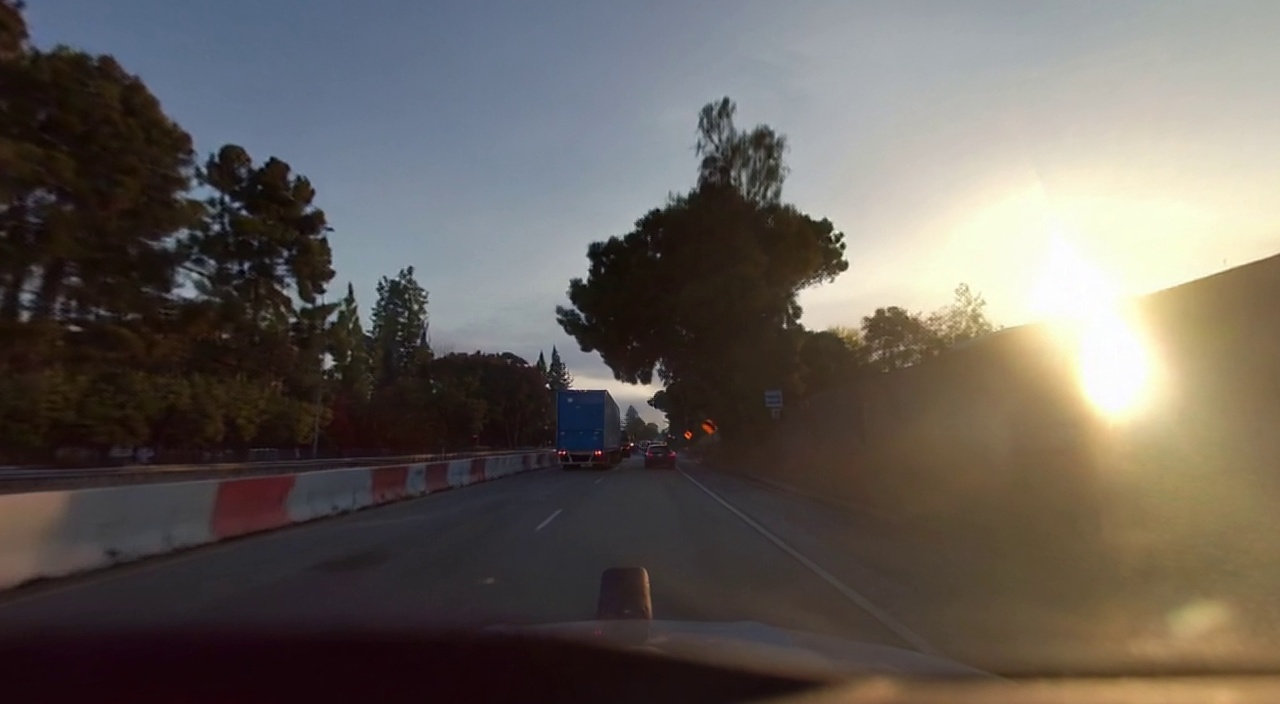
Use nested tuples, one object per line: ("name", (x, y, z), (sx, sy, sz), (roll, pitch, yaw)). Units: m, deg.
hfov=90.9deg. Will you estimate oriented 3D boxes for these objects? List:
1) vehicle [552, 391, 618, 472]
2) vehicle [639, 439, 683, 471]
("vehicle", (-3.078, 5.200, 40.091), (2.906, 4.115, 15.715), (0, -8, -1))
("vehicle", (1.128, 5.759, 35.586), (2.304, 1.675, 4.462), (0, -8, 0))
